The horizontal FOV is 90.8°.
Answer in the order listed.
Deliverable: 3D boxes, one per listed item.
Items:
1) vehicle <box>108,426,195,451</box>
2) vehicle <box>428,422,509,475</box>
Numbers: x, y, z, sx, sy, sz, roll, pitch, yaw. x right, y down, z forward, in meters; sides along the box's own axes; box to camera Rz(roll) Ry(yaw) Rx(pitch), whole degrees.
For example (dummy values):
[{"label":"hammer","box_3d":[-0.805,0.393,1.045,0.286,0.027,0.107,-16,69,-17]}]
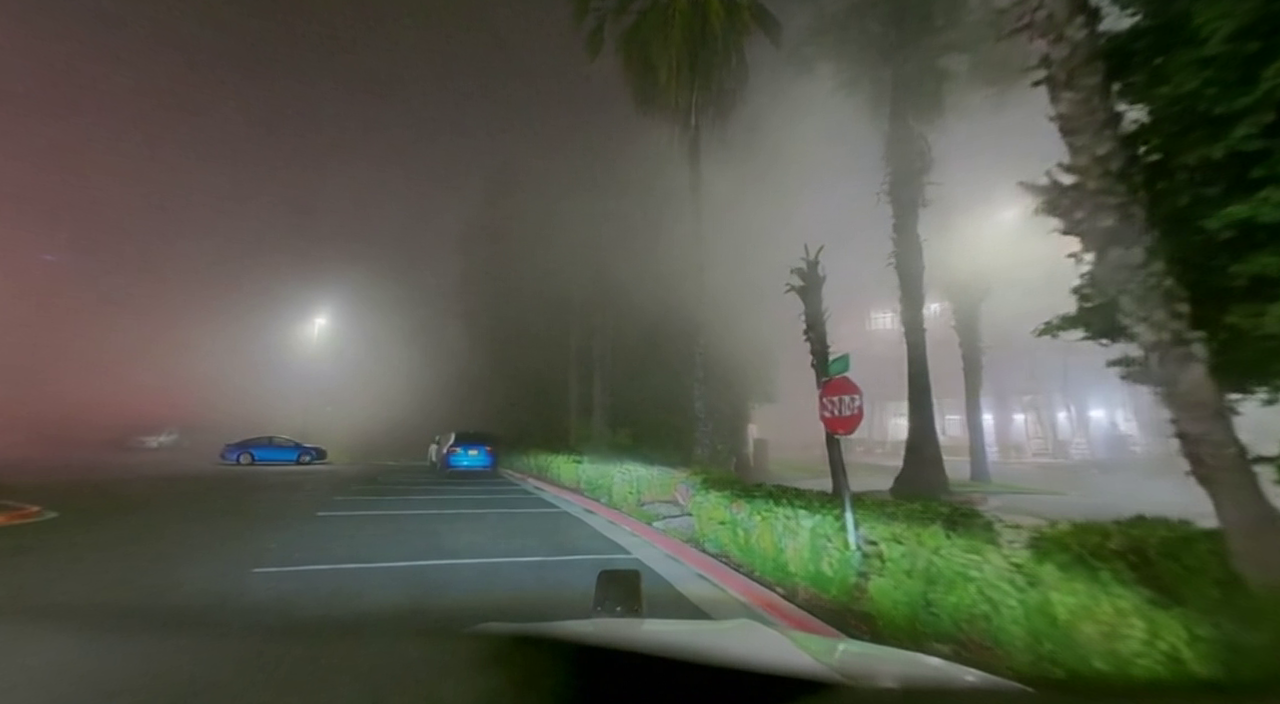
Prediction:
[{"label":"vehicle","box_3d":[-32.678,5.843,42.369,4.457,1.552,1.748,7,-11,-37]},{"label":"vehicle","box_3d":[-6.383,3.529,23.134,2.071,1.700,4.367,4,-10,-25]}]
